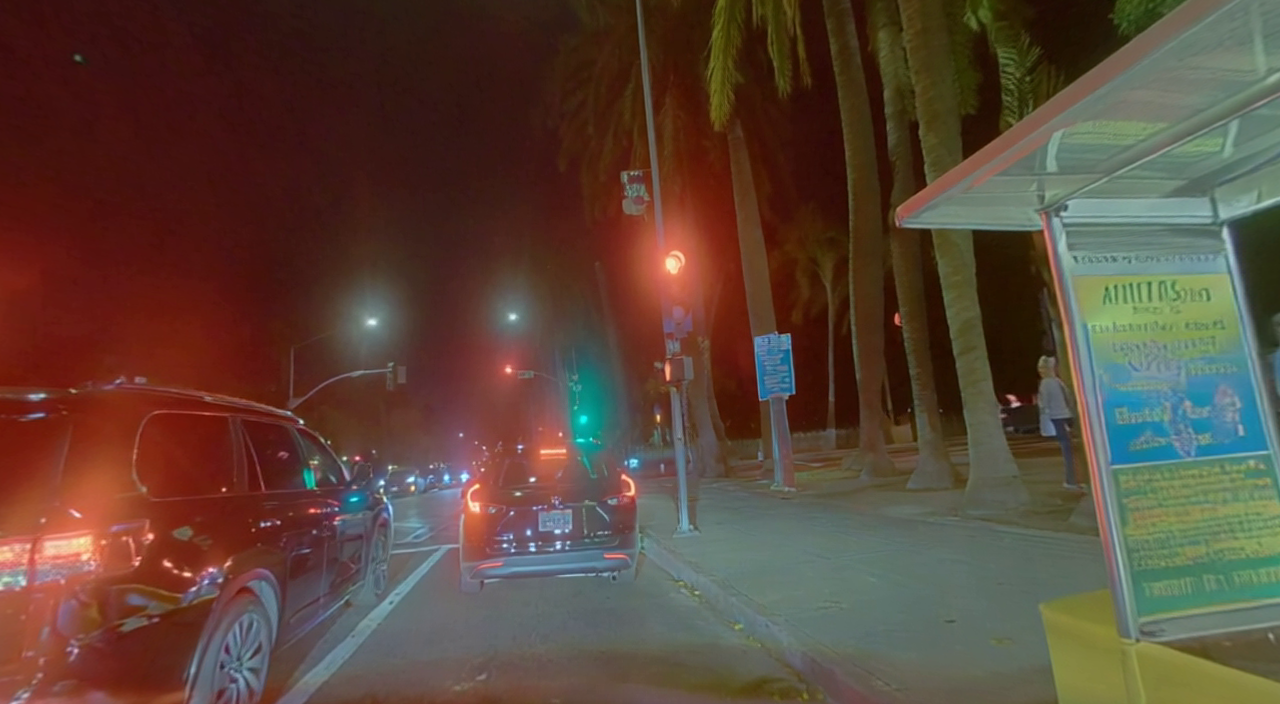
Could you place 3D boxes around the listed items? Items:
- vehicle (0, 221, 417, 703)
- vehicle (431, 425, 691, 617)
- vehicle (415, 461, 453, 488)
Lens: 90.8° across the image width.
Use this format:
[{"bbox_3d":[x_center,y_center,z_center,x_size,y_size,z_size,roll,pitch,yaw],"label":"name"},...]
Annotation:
[{"bbox_3d":[-2.765,0.910,3.222,2.098,1.851,4.571,1,-9,-7],"label":"vehicle"},{"bbox_3d":[-1.015,1.652,7.236,2.065,1.467,4.289,2,-9,-11],"label":"vehicle"},{"bbox_3d":[-14.624,8.683,44.984,1.964,1.642,4.085,1,-9,-10],"label":"vehicle"}]
